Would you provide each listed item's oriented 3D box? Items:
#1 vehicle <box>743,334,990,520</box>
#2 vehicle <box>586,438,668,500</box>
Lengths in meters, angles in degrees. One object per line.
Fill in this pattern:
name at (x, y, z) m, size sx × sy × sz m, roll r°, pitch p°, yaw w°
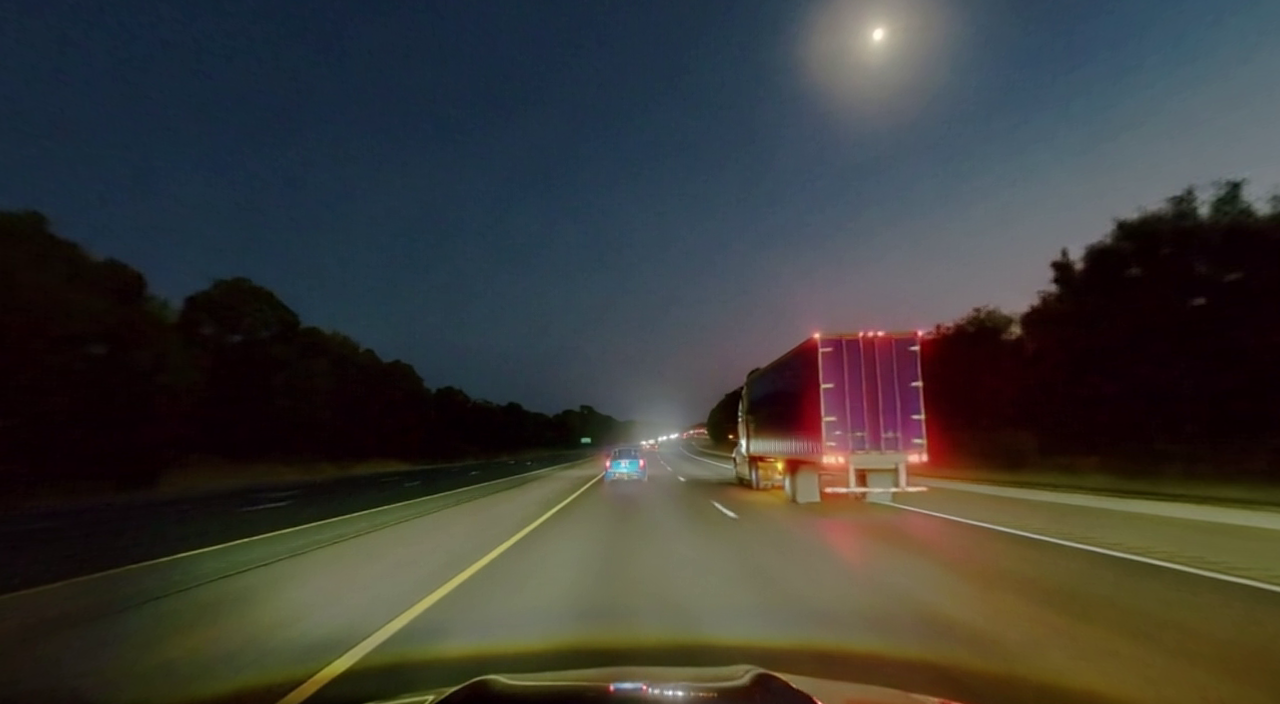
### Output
vehicle at (4.508, 1.816, 14.498) m, size 2.791 × 3.201 × 7.145 m, roll 0°, pitch -9°, yaw -1°
vehicle at (-0.343, 3.220, 17.585) m, size 2.066 × 1.490 × 3.759 m, roll -1°, pitch -9°, yaw 0°
